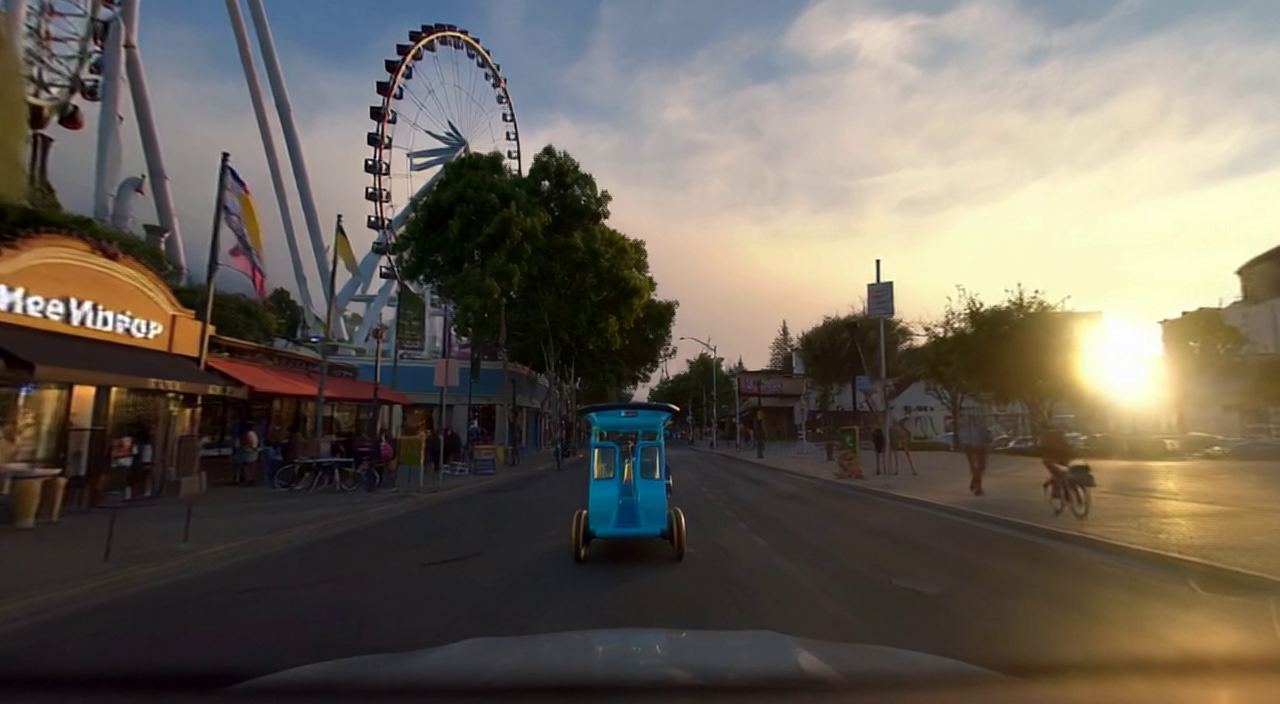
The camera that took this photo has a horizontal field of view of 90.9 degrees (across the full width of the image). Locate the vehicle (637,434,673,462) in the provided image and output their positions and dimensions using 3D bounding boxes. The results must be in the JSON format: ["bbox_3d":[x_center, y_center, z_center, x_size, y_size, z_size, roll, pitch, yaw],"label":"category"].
[{"bbox_3d":[1.013,6.411,42.221,2.221,1.773,4.228,-1,-9,2],"label":"vehicle"}]

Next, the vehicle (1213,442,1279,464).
[{"bbox_3d":[41.760,6.781,42.442,4.120,1.445,1.893,-2,-9,10],"label":"vehicle"}]
